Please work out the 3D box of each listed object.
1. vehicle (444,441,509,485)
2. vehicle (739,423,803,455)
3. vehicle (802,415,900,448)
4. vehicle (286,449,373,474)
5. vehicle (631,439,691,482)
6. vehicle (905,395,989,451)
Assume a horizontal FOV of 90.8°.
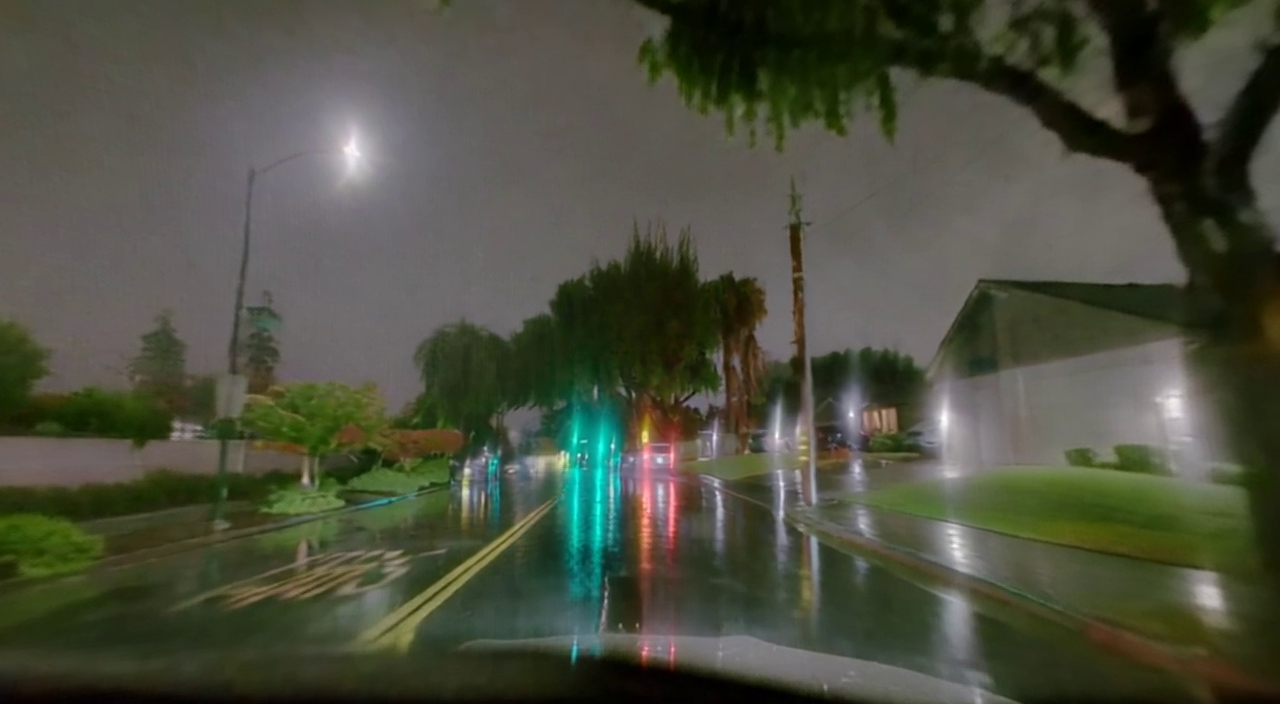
[{"bbox_3d":[-7.368,4.989,28.979,2.155,1.729,4.799,0,-7,-6],"label":"vehicle"},{"bbox_3d":[8.308,5.512,39.890,2.100,1.857,4.611,-7,-10,37],"label":"vehicle"},{"bbox_3d":[11.202,4.294,33.825,4.639,1.634,2.005,-2,-8,10],"label":"vehicle"},{"bbox_3d":[-18.956,6.679,38.611,4.527,1.466,1.880,-2,-9,11],"label":"vehicle"},{"bbox_3d":[0.911,5.077,30.003,2.229,1.826,4.611,0,-8,-6],"label":"vehicle"},{"bbox_3d":[11.139,2.704,23.263,1.880,1.626,4.495,-2,-12,15],"label":"vehicle"}]
